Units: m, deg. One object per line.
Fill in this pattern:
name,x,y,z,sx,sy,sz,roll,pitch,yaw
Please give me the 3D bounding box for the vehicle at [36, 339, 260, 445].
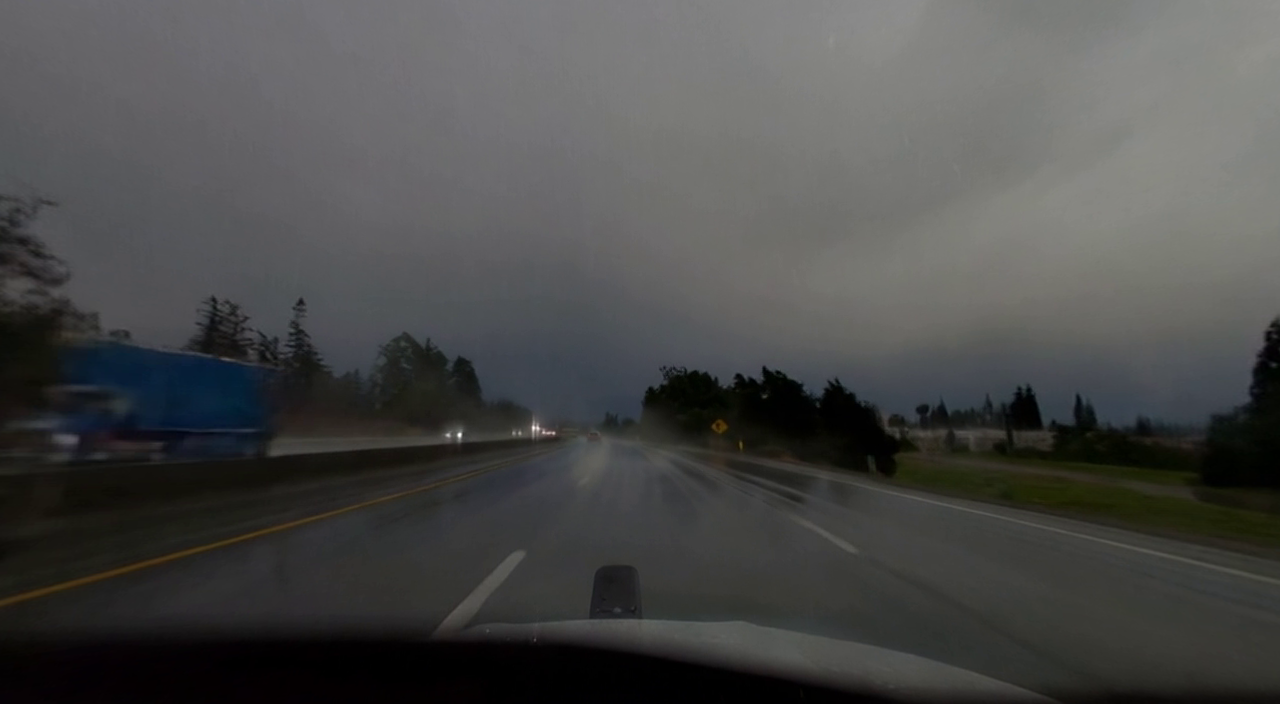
vehicle,-16.615,1.601,21.991,2.641,3.191,6.392,0,-8,-1
